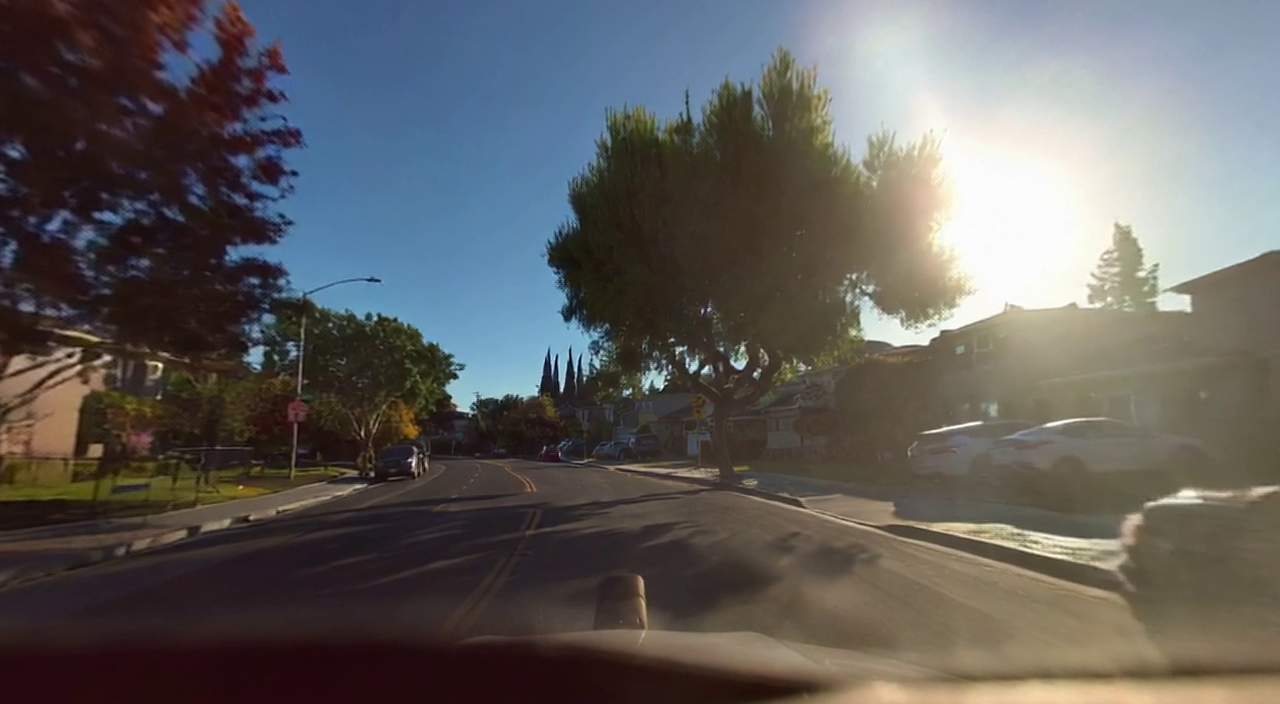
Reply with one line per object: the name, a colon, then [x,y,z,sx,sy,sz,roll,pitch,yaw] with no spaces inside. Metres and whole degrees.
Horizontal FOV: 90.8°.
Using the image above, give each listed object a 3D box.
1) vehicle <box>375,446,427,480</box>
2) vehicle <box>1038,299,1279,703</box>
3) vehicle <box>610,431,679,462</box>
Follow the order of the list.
vehicle: [-11.455,5.312,30.552,1.902,1.434,4.313,1,-8,-15]
vehicle: [3.797,0.642,1.698,2.214,1.962,4.733,0,-8,-2]
vehicle: [0.331,7.215,48.399,5.011,1.782,2.115,-5,-6,0]
